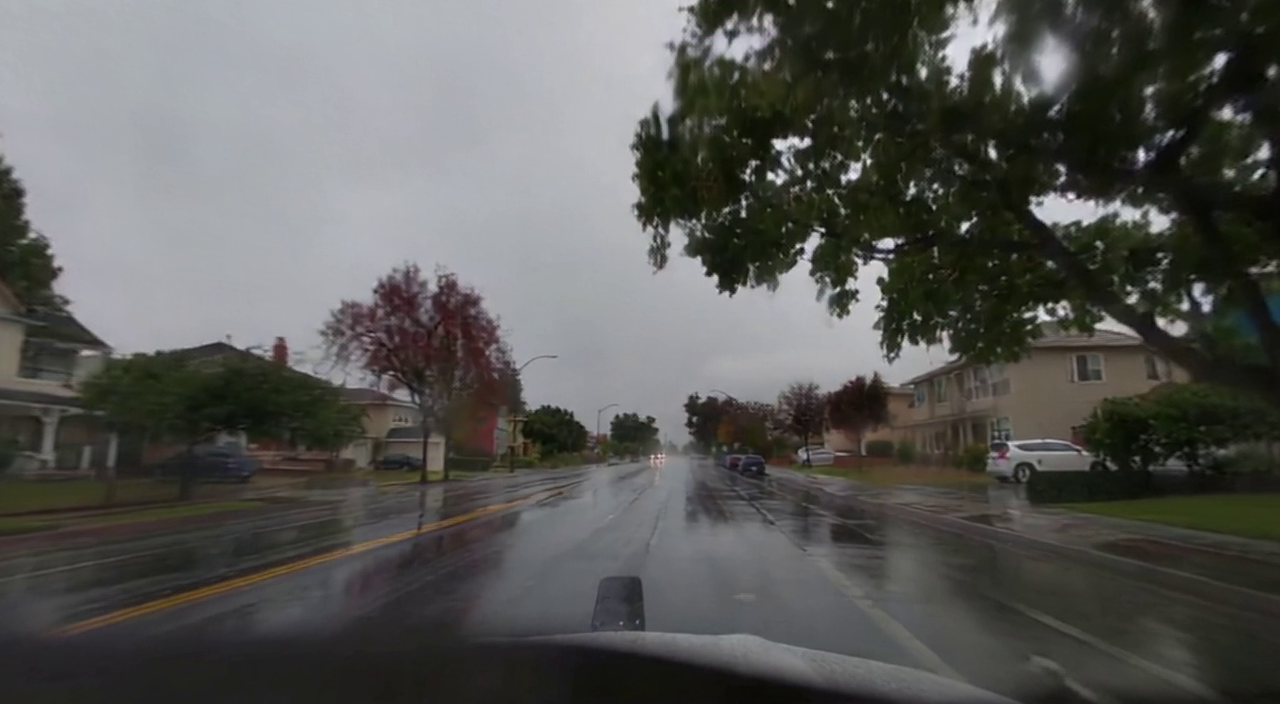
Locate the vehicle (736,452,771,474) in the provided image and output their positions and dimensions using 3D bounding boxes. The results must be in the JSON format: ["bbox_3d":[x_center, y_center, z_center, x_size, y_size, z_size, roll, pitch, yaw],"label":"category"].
[{"bbox_3d":[8.391,8.265,47.076,1.971,1.558,4.895,0,-10,4],"label":"vehicle"}]

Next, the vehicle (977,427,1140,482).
[{"bbox_3d":[15.805,3.873,24.071,4.682,1.956,2.001,-1,-7,3],"label":"vehicle"}]
